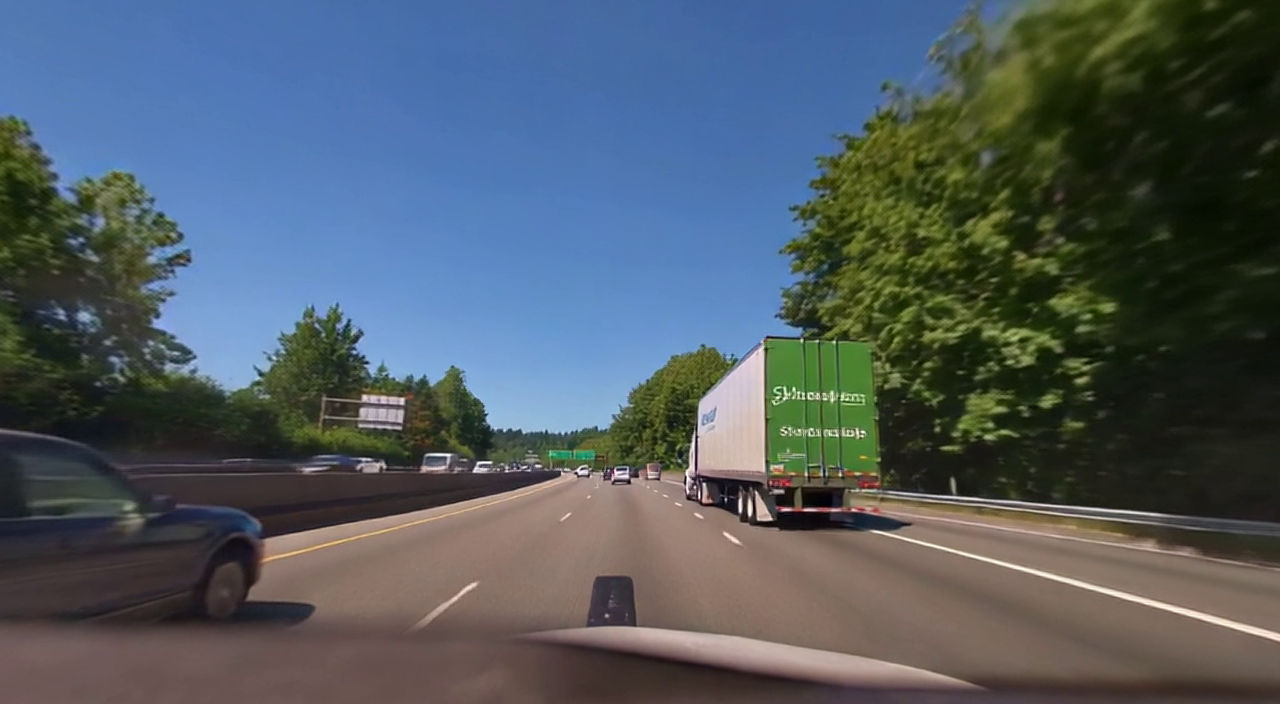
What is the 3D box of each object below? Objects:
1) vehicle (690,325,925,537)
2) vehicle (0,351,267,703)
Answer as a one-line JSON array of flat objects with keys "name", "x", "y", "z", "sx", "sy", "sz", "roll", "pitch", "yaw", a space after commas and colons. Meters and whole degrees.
[{"name": "vehicle", "x": 3.937, "y": 2.861, "z": 19.803, "sx": 2.992, "sy": 4.300, "sz": 13.967, "roll": 1, "pitch": -11, "yaw": -2}, {"name": "vehicle", "x": -3.719, "y": 0.791, "z": 2.102, "sx": 2.070, "sy": 1.775, "sz": 4.646, "roll": 1, "pitch": -11, "yaw": -1}]
